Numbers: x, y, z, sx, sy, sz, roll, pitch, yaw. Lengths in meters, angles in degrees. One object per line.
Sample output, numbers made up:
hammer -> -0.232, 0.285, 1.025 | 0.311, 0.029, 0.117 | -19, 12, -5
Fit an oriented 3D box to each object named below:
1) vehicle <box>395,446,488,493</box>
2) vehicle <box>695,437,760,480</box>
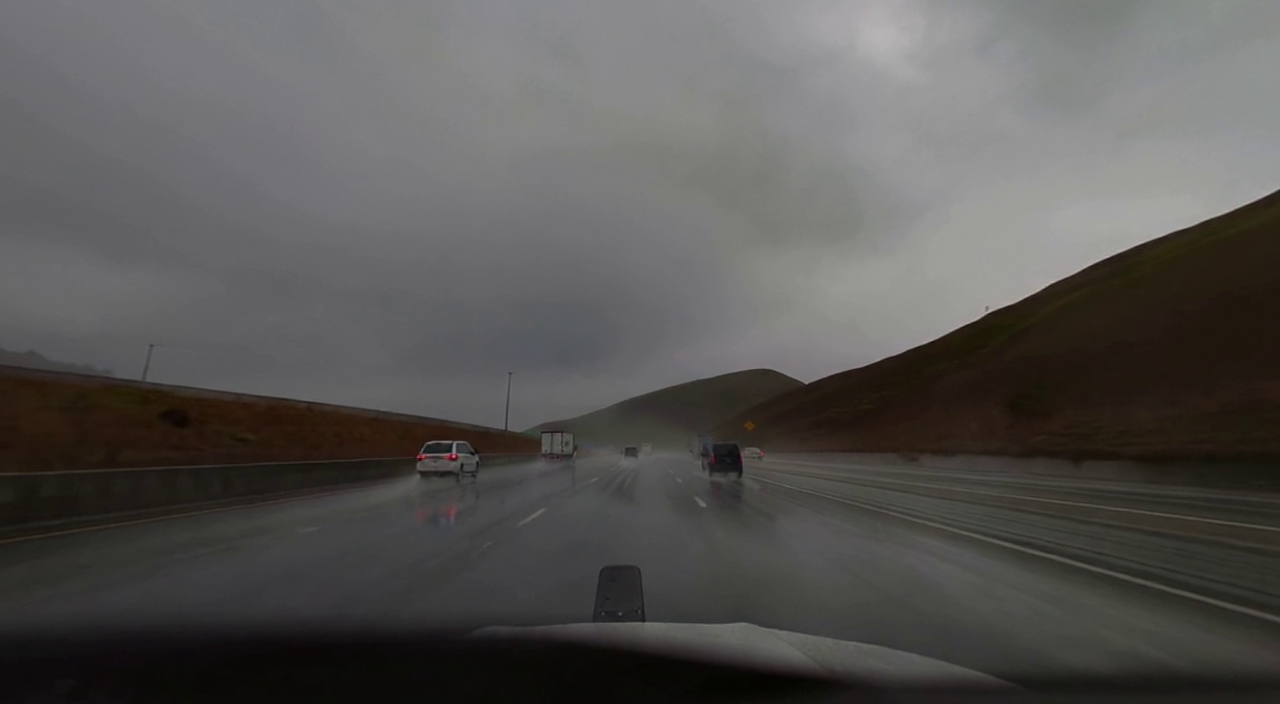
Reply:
vehicle -> -7.244, 4.306, 23.570 | 1.935, 1.550, 4.883 | 0, -9, 0
vehicle -> 3.861, 4.814, 28.692 | 2.231, 1.789, 4.700 | 0, -9, -1
